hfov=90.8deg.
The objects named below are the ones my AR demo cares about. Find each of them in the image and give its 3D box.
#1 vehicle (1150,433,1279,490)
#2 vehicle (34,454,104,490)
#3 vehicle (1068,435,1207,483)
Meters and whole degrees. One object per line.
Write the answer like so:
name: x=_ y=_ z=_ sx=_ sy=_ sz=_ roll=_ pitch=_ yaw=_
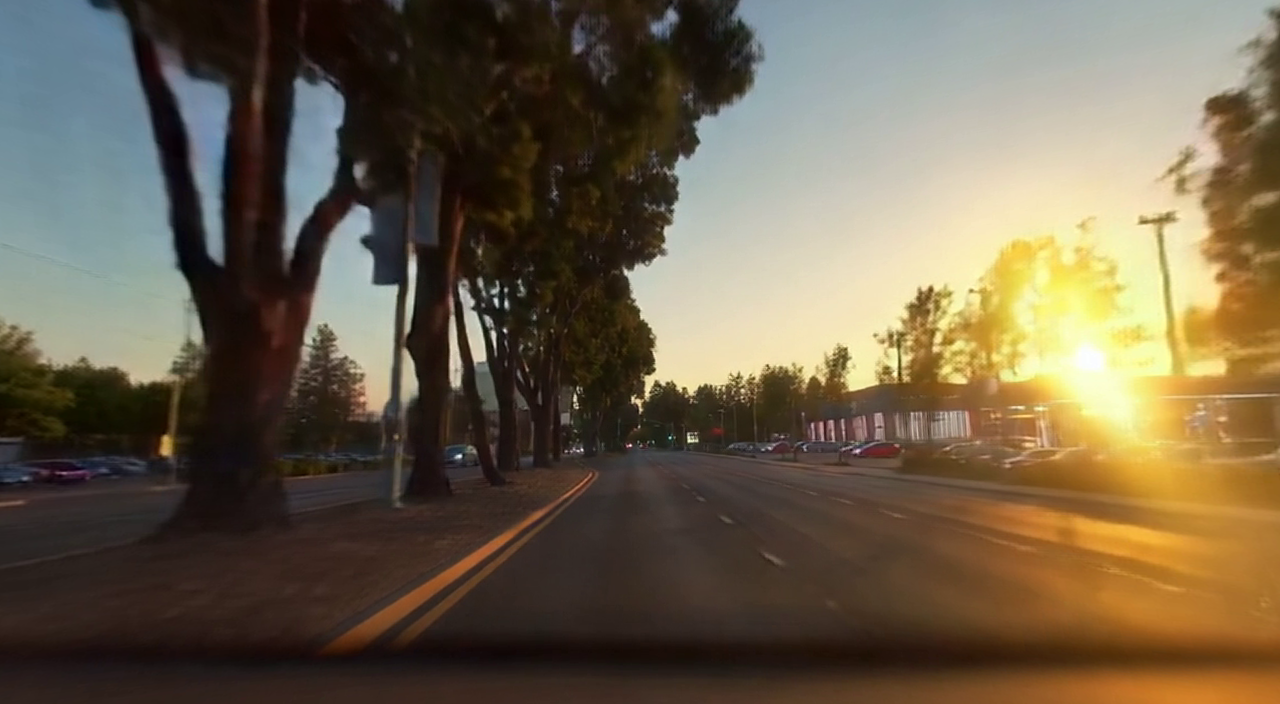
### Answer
vehicle: x=18.362 y=3.394 z=19.889 sx=4.197 sy=1.612 sz=1.784 roll=4 pitch=-9 yaw=-25
vehicle: x=-29.870 y=6.234 z=33.177 sx=1.862 sy=1.654 sz=4.229 roll=5 pitch=-10 yaw=-32
vehicle: x=17.791 y=3.765 z=22.563 sx=4.569 sy=1.529 sz=2.036 roll=4 pitch=-9 yaw=-27
